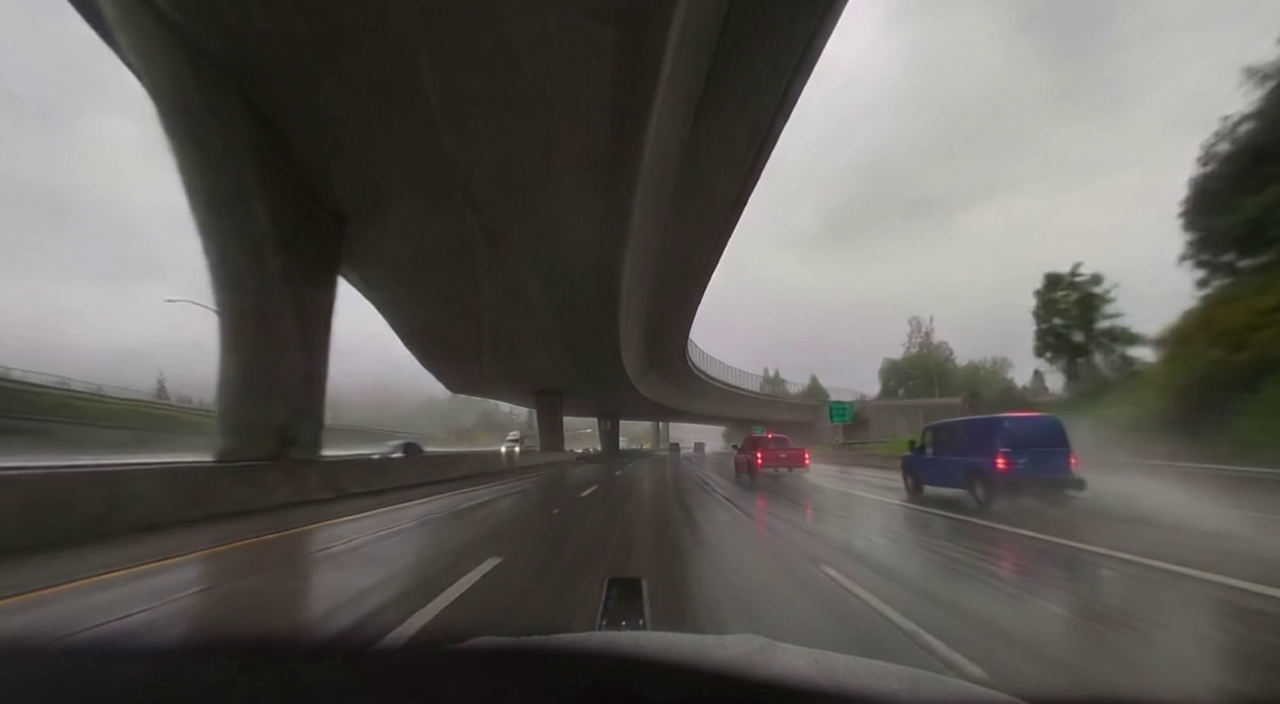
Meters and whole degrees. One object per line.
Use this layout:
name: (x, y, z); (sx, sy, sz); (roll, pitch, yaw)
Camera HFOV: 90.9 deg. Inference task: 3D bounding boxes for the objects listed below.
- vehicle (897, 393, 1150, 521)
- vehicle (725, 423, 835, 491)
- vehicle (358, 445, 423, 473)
vehicle: (8.109, 2.318, 14.266); (2.229, 2.317, 5.399); (0, -9, 0)
vehicle: (4.611, 3.595, 21.884); (2.505, 2.020, 5.532); (0, -9, -1)
vehicle: (-14.003, 6.010, 35.682); (1.814, 1.494, 4.167); (-1, -9, 2)
